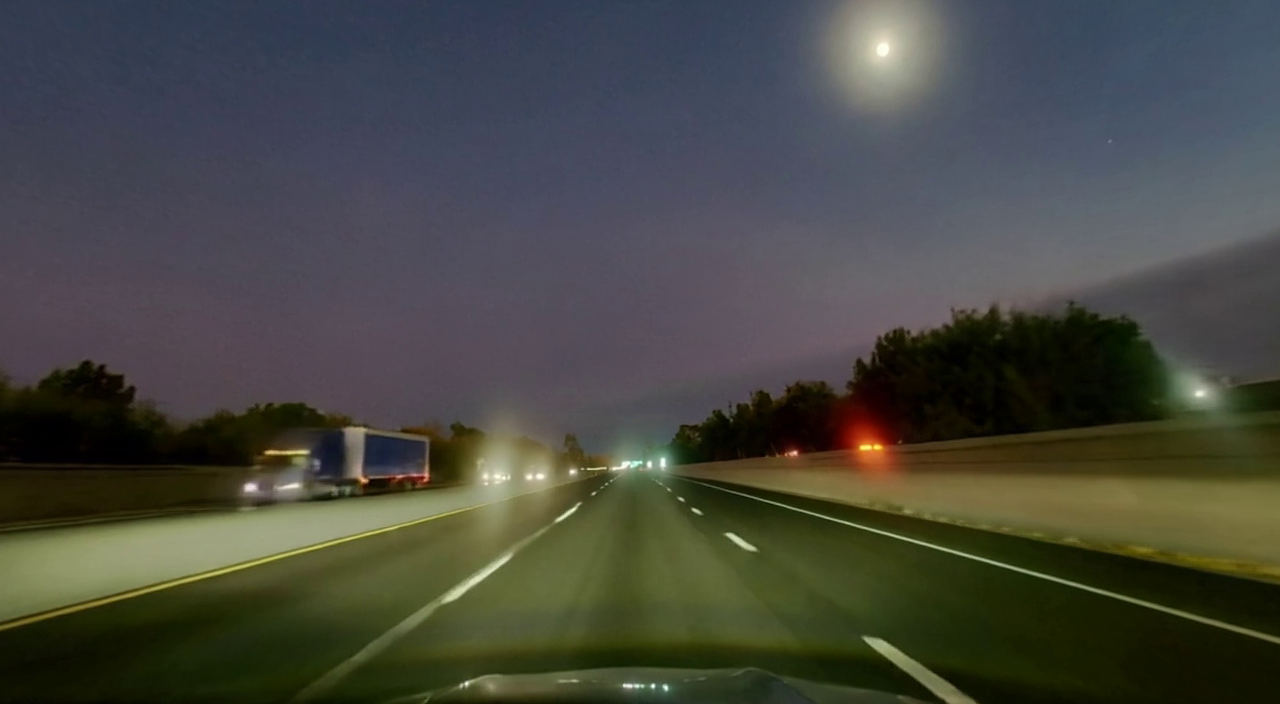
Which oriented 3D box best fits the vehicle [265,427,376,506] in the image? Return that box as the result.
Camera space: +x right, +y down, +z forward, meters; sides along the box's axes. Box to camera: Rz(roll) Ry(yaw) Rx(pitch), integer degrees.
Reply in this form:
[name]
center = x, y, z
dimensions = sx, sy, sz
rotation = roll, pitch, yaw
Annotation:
[vehicle]
center = -17.729, 6.445, 35.546
dimensions = 2.973, 3.985, 5.829
rotation = 1, -10, 0
